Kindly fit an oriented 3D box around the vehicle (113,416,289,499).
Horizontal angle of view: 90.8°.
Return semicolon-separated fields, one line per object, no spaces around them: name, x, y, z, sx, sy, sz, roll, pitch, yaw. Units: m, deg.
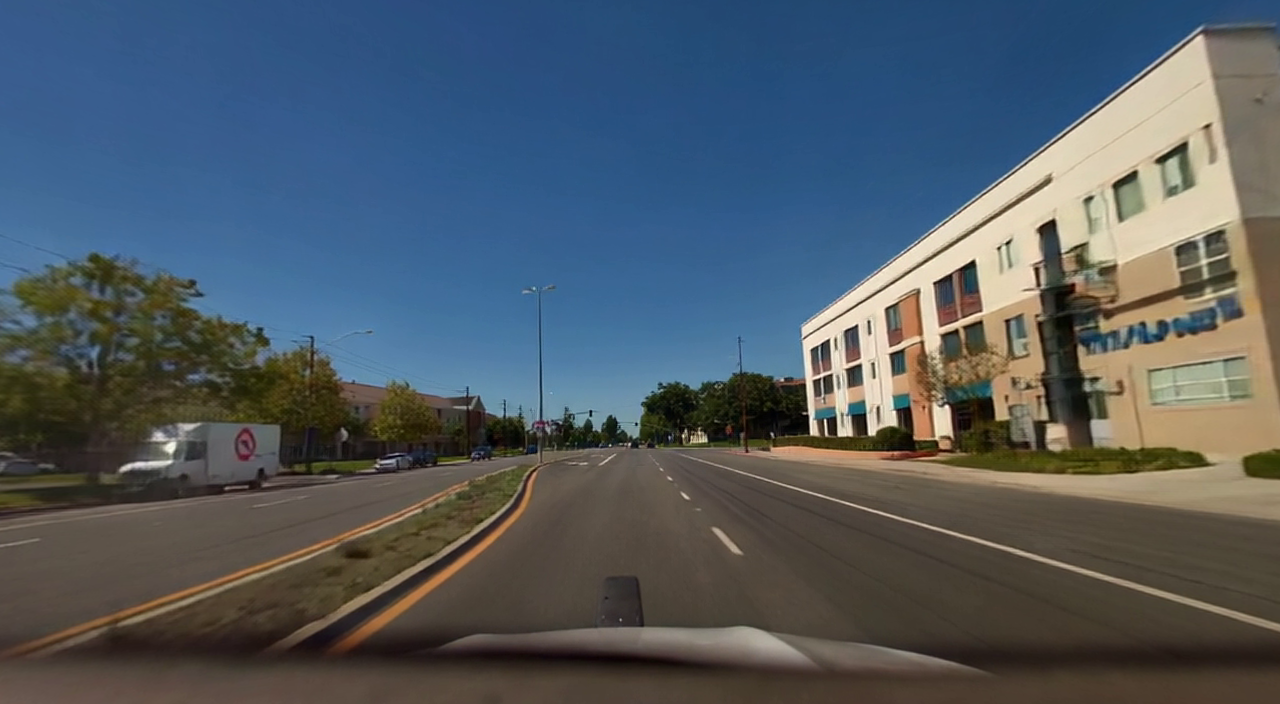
vehicle;-19.322;4.684;28.473;2.834;3.225;6.752;-1;-8;2

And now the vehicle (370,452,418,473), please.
vehicle;-19.249;8.654;49.680;1.925;1.485;4.821;0;-9;-1
